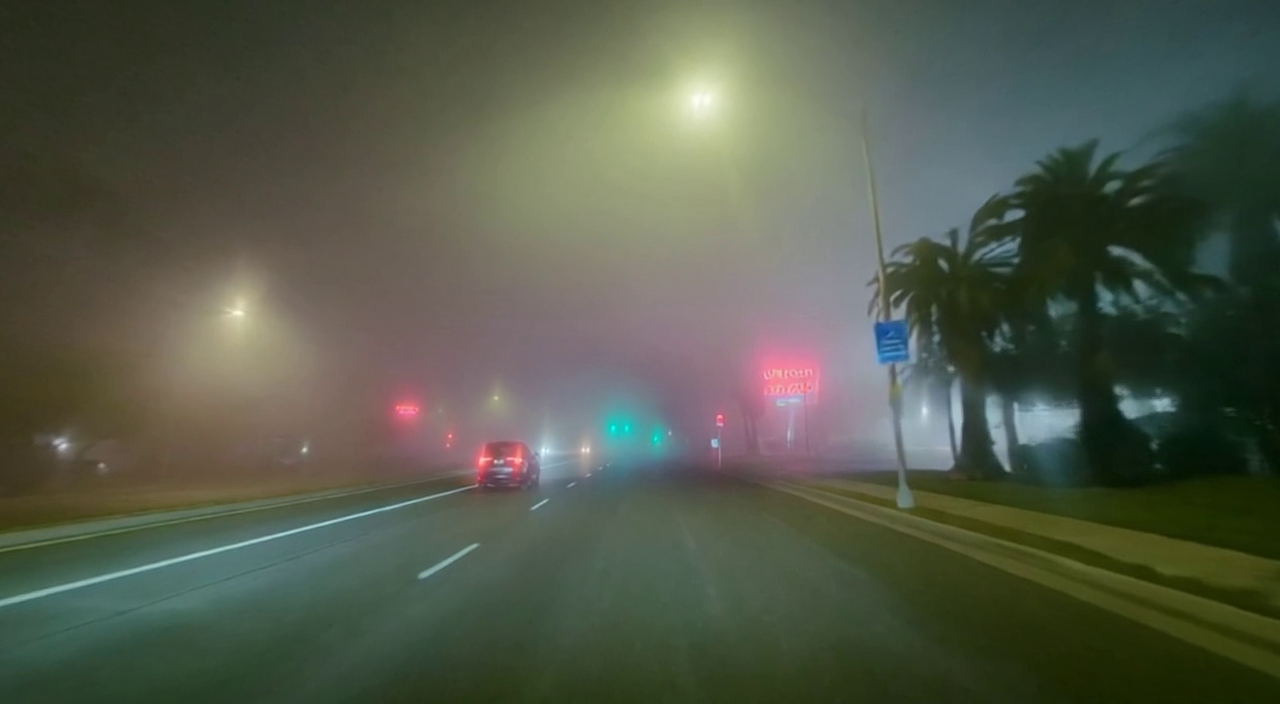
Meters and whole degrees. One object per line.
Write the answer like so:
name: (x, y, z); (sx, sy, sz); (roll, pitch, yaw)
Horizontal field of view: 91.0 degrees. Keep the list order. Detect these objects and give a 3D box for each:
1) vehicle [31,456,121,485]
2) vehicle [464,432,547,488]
vehicle: (-34.825, 7.307, 39.014); (1.867, 1.568, 4.132); (1, -8, -4)
vehicle: (-4.806, 3.916, 23.234); (2.136, 1.844, 4.363); (0, -8, -1)
